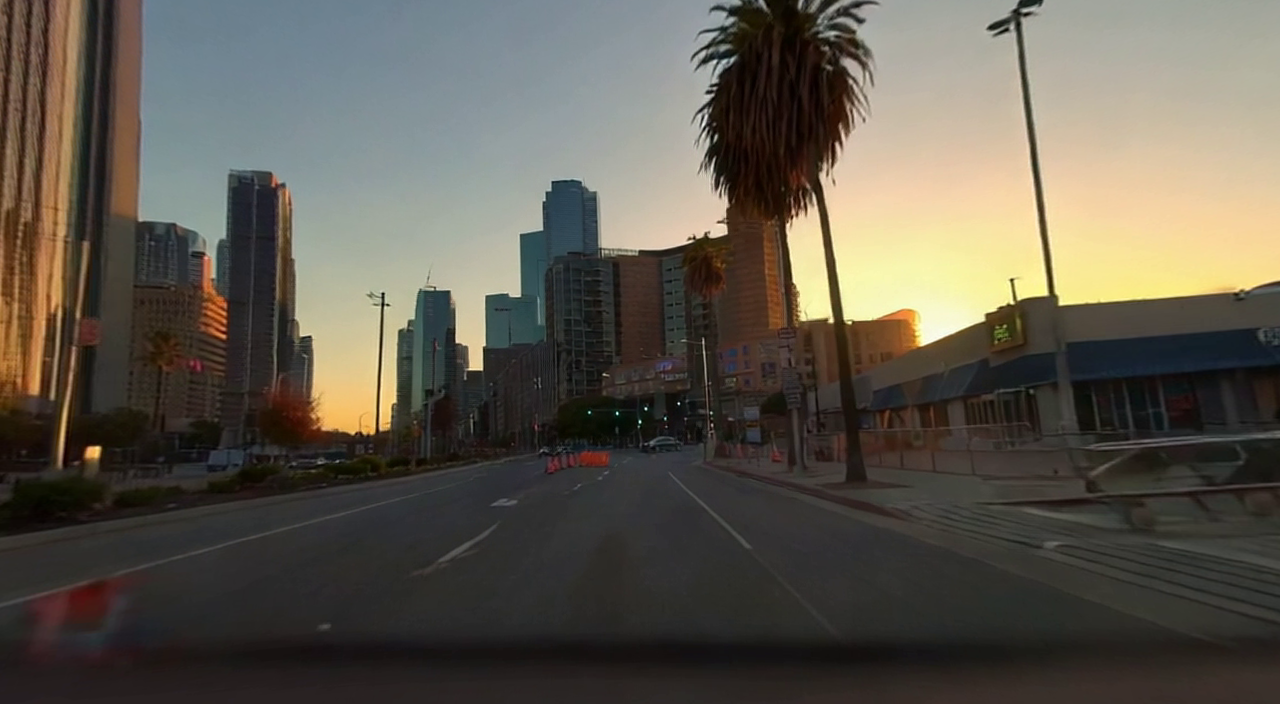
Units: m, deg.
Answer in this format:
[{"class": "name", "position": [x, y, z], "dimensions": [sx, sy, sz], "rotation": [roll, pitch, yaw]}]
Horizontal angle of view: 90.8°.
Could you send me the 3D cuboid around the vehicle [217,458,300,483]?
[{"class": "vehicle", "position": [-28.629, 8.880, 47.554], "dimensions": [1.979, 1.644, 4.875], "rotation": [-5, -10, 30]}]
